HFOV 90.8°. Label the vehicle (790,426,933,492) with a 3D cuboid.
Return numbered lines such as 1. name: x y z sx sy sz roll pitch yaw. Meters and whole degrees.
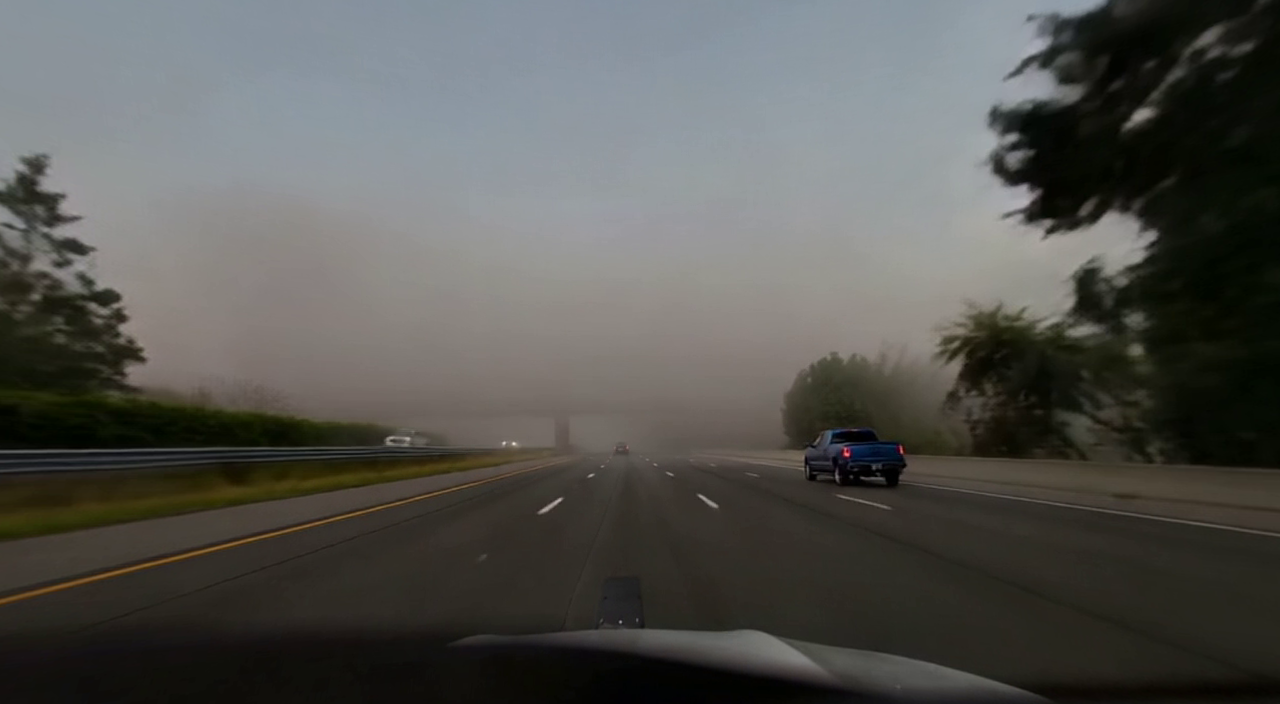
1. vehicle: 6.944 3.458 20.806 2.395 1.819 6.086 0 -9 -1
